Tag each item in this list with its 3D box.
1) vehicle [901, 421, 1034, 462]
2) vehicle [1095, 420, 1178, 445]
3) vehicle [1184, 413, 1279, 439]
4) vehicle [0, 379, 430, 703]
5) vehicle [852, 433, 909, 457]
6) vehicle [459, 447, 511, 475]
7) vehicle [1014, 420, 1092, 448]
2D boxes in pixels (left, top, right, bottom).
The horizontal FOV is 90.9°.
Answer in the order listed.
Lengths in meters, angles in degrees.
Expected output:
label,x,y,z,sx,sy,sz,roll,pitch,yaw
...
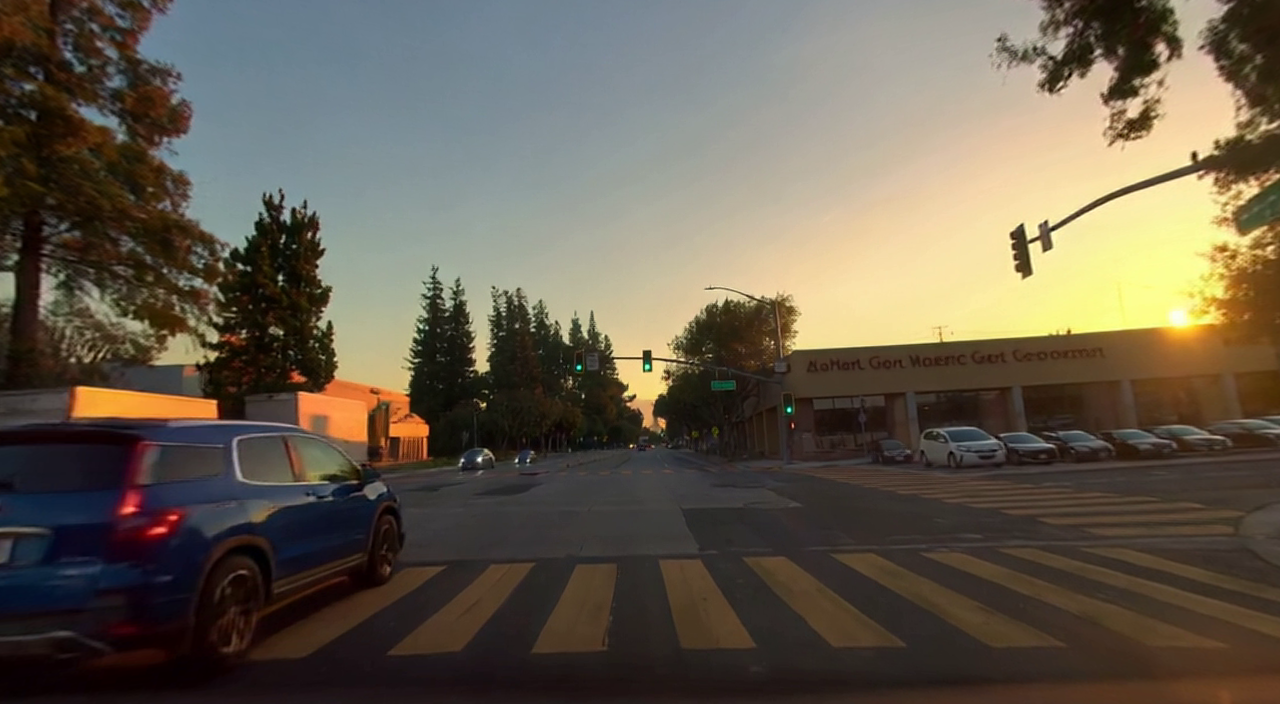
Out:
label,x,y,z,sx,sy,sz,roll,pitch,yaw
vehicle,13.954,3.839,27.060,4.566,1.670,2.000,0,-9,-3
vehicle,31.312,5.118,39.916,1.823,1.480,4.003,0,-9,-4
vehicle,38.402,4.884,41.022,1.715,1.480,4.701,-1,-9,-1
vehicle,-3.454,1.282,5.227,1.934,1.649,4.490,0,-8,-1
vehicle,17.352,6.743,45.546,3.329,1.415,1.821,-5,-9,3
vehicle,-9.286,6.528,38.013,2.026,1.616,4.199,0,-9,0
vehicle,26.302,5.281,40.307,2.011,1.656,4.163,0,-9,-2
